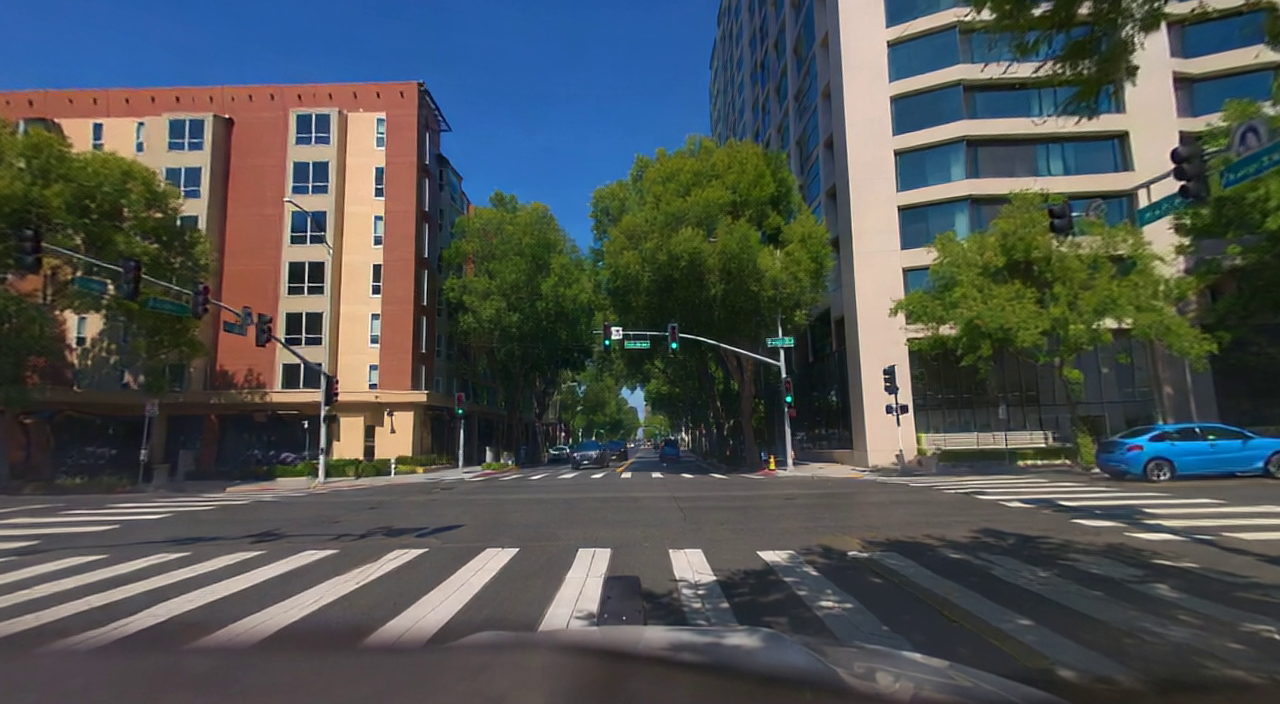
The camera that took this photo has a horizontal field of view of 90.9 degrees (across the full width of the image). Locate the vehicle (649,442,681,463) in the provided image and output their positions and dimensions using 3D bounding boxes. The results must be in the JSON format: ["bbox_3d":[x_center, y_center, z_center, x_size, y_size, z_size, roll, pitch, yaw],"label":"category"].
[{"bbox_3d":[1.814,7.583,47.830,2.039,1.470,4.355,0,-8,-3],"label":"vehicle"}]

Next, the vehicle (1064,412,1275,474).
[{"bbox_3d":[16.921,2.943,20.400,4.802,1.860,2.146,0,-8,0],"label":"vehicle"}]
